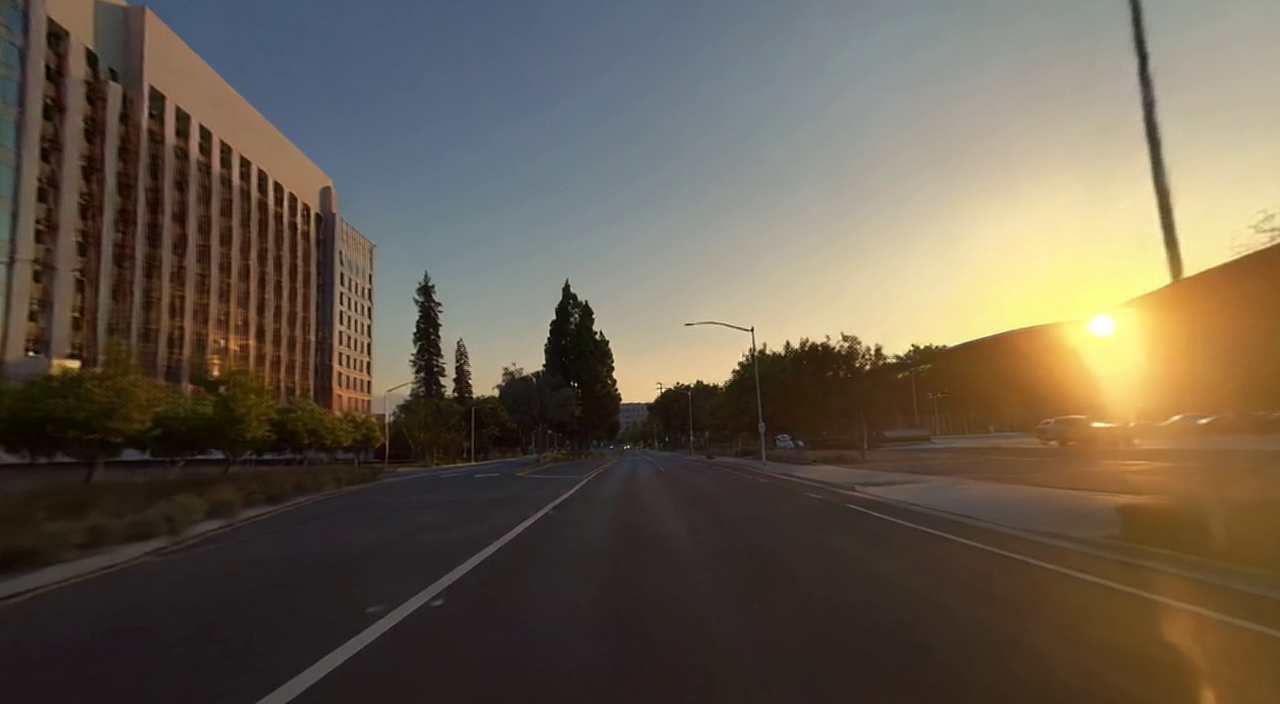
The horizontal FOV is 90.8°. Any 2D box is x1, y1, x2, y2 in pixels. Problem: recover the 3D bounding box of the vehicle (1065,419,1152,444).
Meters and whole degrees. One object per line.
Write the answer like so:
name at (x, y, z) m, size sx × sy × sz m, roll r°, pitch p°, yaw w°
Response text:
vehicle at (32.685, 5.577, 44.146) m, size 4.531 × 1.672 × 1.895 m, roll 0°, pitch -8°, yaw 0°
